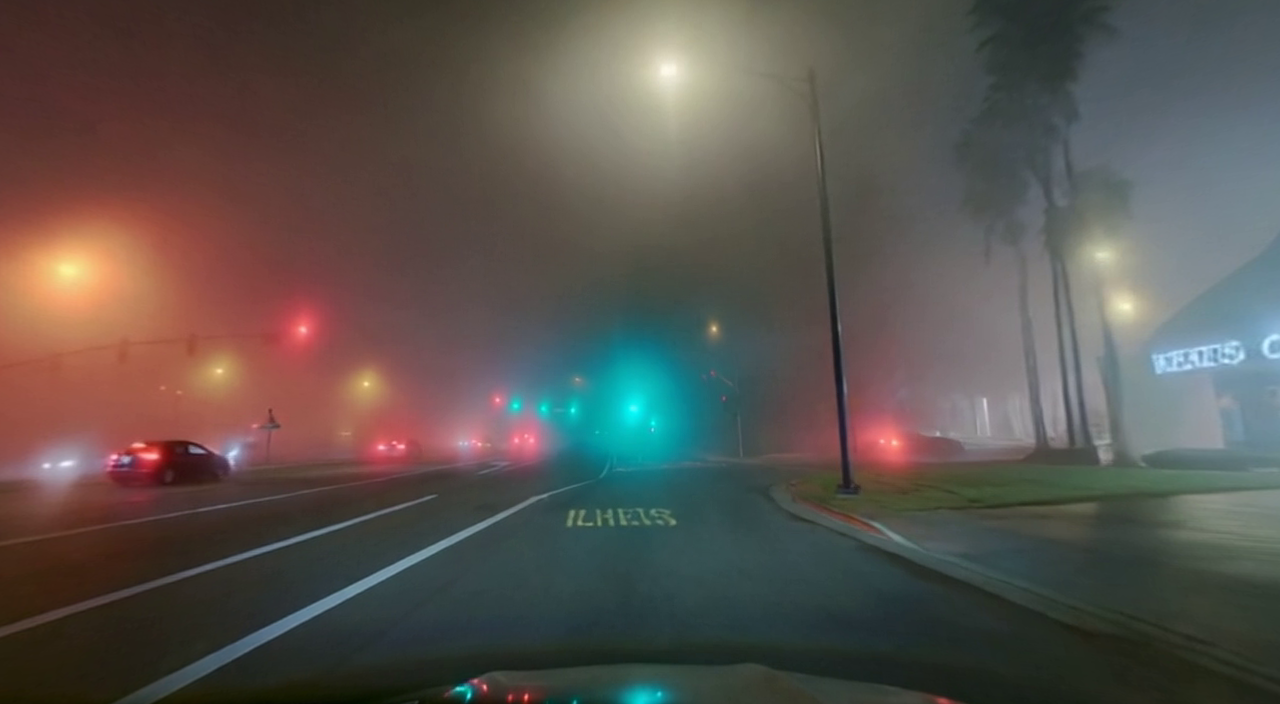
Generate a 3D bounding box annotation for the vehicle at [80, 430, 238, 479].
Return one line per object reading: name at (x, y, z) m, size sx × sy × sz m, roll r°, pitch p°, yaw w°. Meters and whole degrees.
vehicle at (-16.171, 3.480, 21.484) m, size 1.916 × 1.481 × 4.430 m, roll 0°, pitch -8°, yaw -1°

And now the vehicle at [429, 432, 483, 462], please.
vehicle at (-10.540, 5.491, 36.247) m, size 1.977 × 1.584 × 3.983 m, roll 0°, pitch -8°, yaw -2°

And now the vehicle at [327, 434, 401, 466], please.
vehicle at (-13.656, 4.891, 31.377) m, size 1.900 × 1.462 × 4.225 m, roll 1°, pitch -8°, yaw -2°

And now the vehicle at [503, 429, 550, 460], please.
vehicle at (-6.982, 5.740, 39.090) m, size 2.114 × 1.784 × 4.450 m, roll 0°, pitch -8°, yaw -1°

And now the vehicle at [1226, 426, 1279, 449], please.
vehicle at (46.913, 6.436, 47.048) m, size 4.254 × 1.675 × 2.020 m, roll 1°, pitch -8°, yaw -9°
